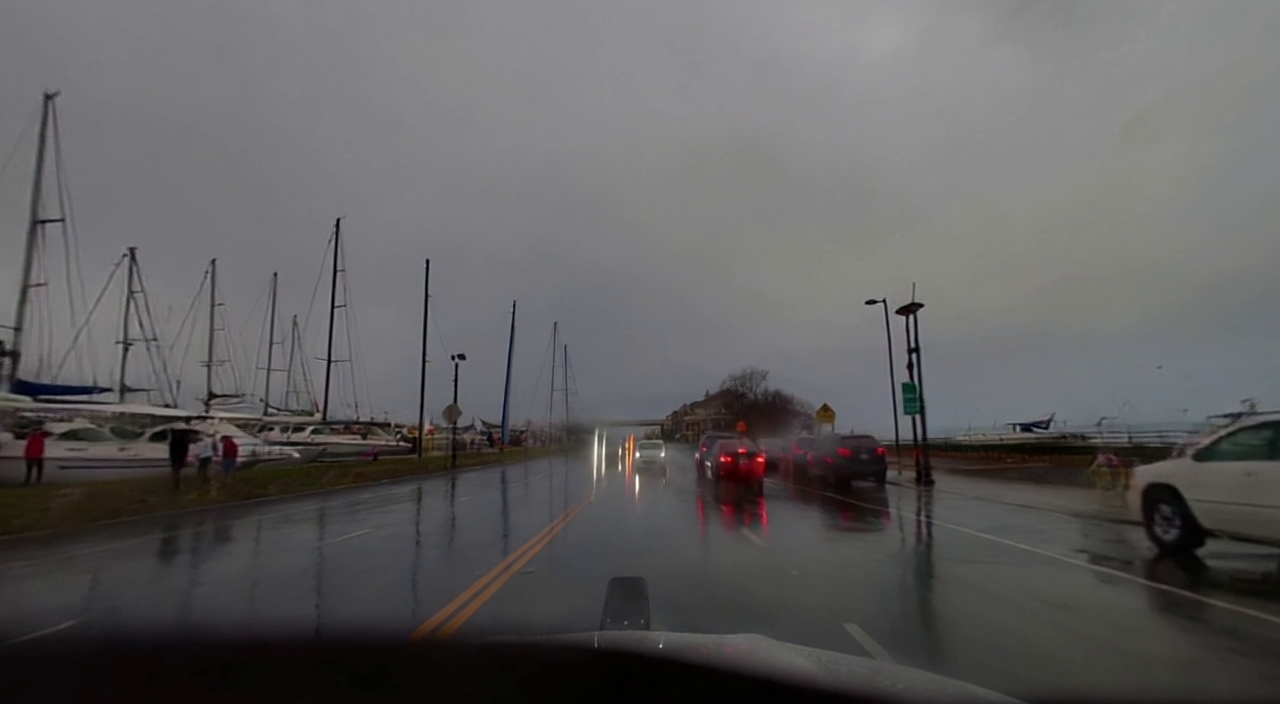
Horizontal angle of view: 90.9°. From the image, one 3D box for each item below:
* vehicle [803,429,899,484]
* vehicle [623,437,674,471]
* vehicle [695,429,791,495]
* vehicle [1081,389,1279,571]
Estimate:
[{"bbox_3d":[7.828,3.899,23.867,1.969,1.852,4.513,0,-8,-1],"label":"vehicle"},{"bbox_3d":[0.425,4.855,30.161,2.284,1.496,3.949,-1,-8,1],"label":"vehicle"},{"bbox_3d":[2.778,3.063,17.932,2.047,1.640,4.051,-1,-8,0],"label":"vehicle"},{"bbox_3d":[7.757,1.385,6.962,2.056,1.896,5.062,0,-8,0],"label":"vehicle"}]
